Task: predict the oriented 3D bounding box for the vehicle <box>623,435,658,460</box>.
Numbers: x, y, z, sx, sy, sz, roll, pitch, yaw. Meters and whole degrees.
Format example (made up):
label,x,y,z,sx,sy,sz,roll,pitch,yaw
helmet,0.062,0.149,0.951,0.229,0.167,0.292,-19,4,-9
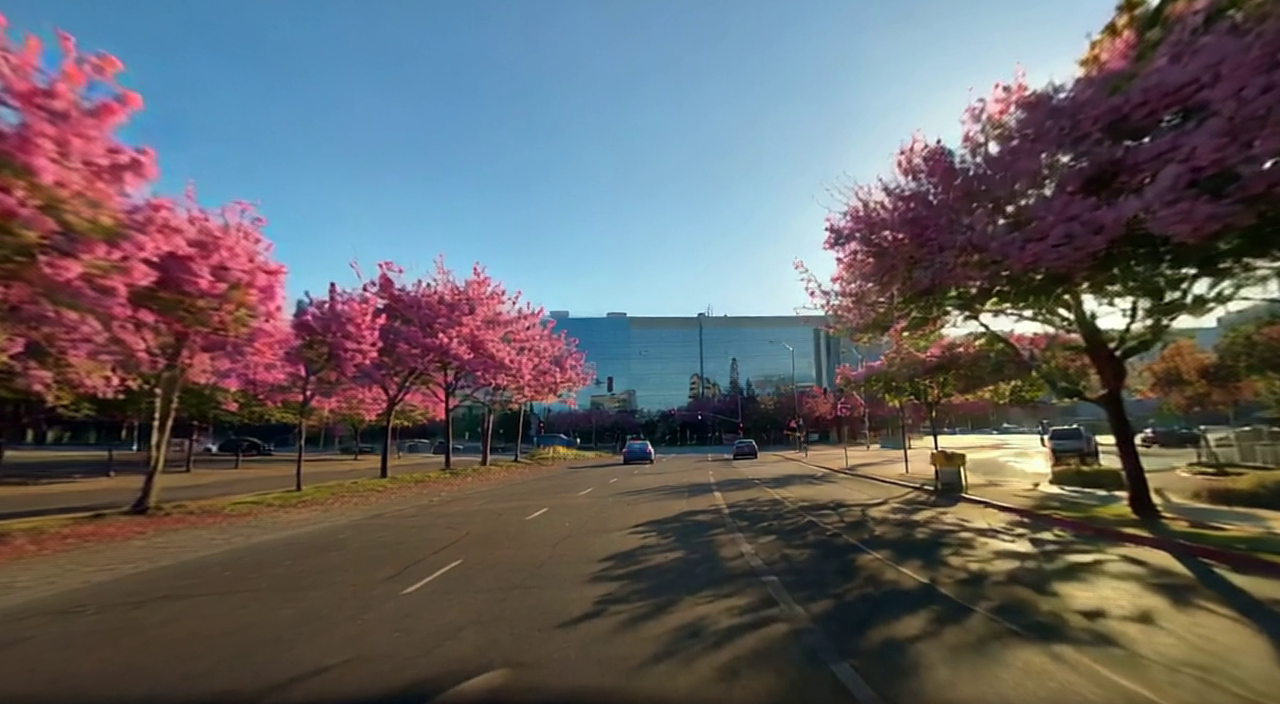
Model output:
label,x,y,z,sx,sy,sz,roll,pitch,yaw
vehicle,0.087,6.914,45.515,1.995,1.703,4.367,-1,-9,7
